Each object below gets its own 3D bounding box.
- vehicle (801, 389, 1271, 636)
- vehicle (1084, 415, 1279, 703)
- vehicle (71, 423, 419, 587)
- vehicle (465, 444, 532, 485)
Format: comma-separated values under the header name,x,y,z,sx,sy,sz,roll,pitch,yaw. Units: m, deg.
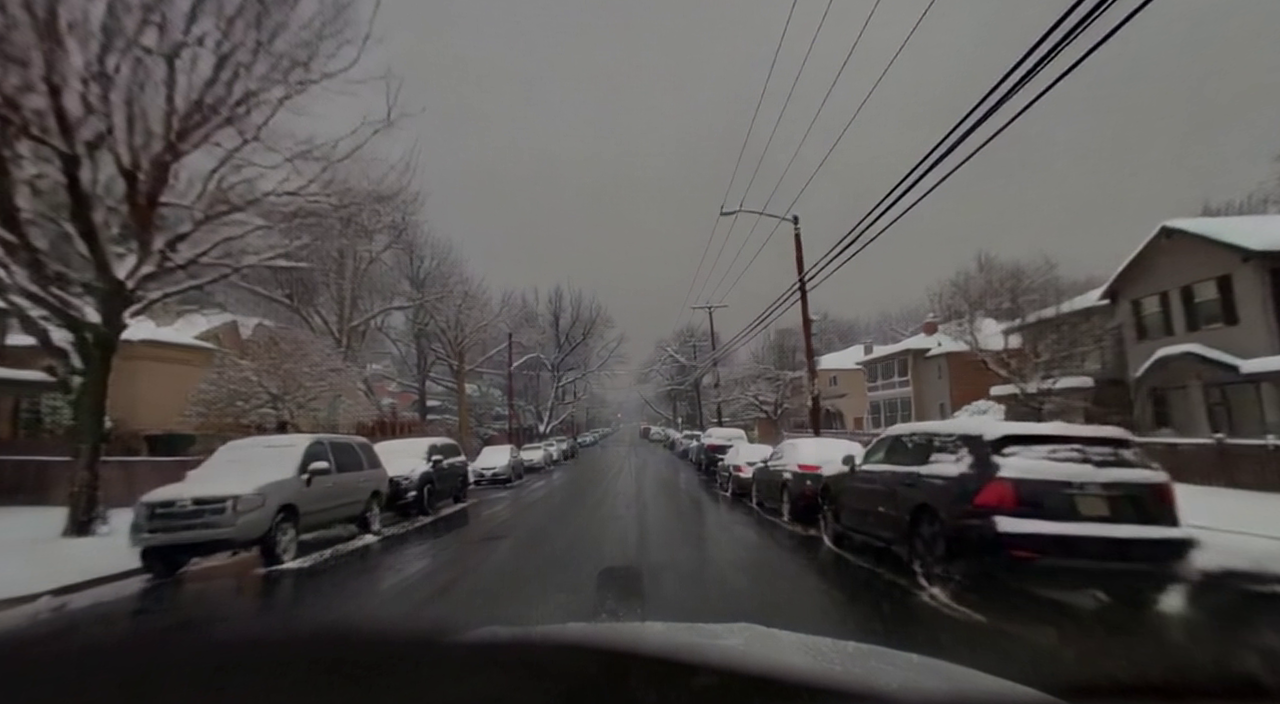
name,x,y,z,sx,sy,sz,roll,pitch,yaw
vehicle,3.599,1.546,7.281,2.009,1.810,5.045,0,-8,-2
vehicle,3.815,0.838,1.381,2.174,1.504,4.809,0,-8,0
vehicle,-5.825,2.277,10.627,2.184,1.958,5.757,0,-8,-1
vehicle,-6.149,4.884,27.991,2.002,1.585,5.080,-1,-8,-2
